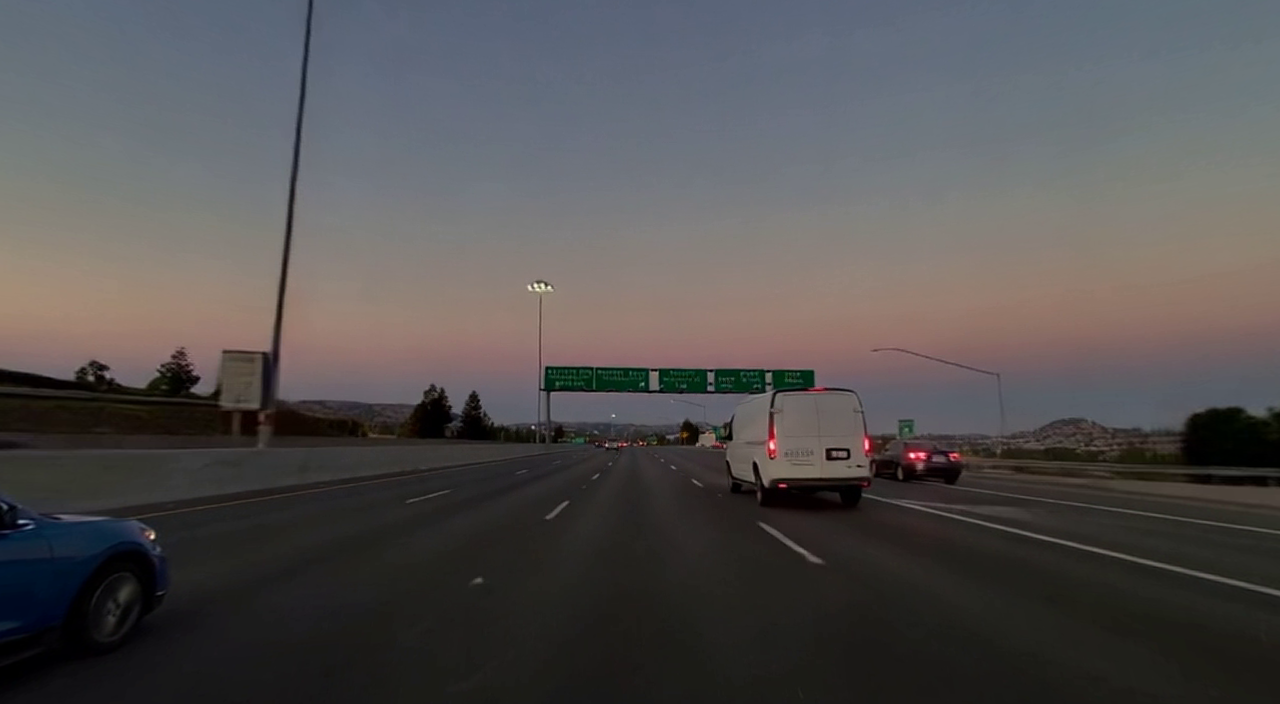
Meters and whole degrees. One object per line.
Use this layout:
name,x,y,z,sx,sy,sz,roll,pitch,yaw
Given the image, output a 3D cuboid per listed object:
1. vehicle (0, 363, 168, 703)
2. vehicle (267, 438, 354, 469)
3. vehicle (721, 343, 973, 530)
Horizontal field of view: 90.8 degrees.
vehicle,-3.936,0.715,1.753,2.000,1.646,4.201,0,-8,-1
vehicle,-17.947,5.555,34.704,2.044,1.573,4.964,0,-8,0
vehicle,3.438,1.707,12.620,2.629,2.718,6.740,0,-8,-1
